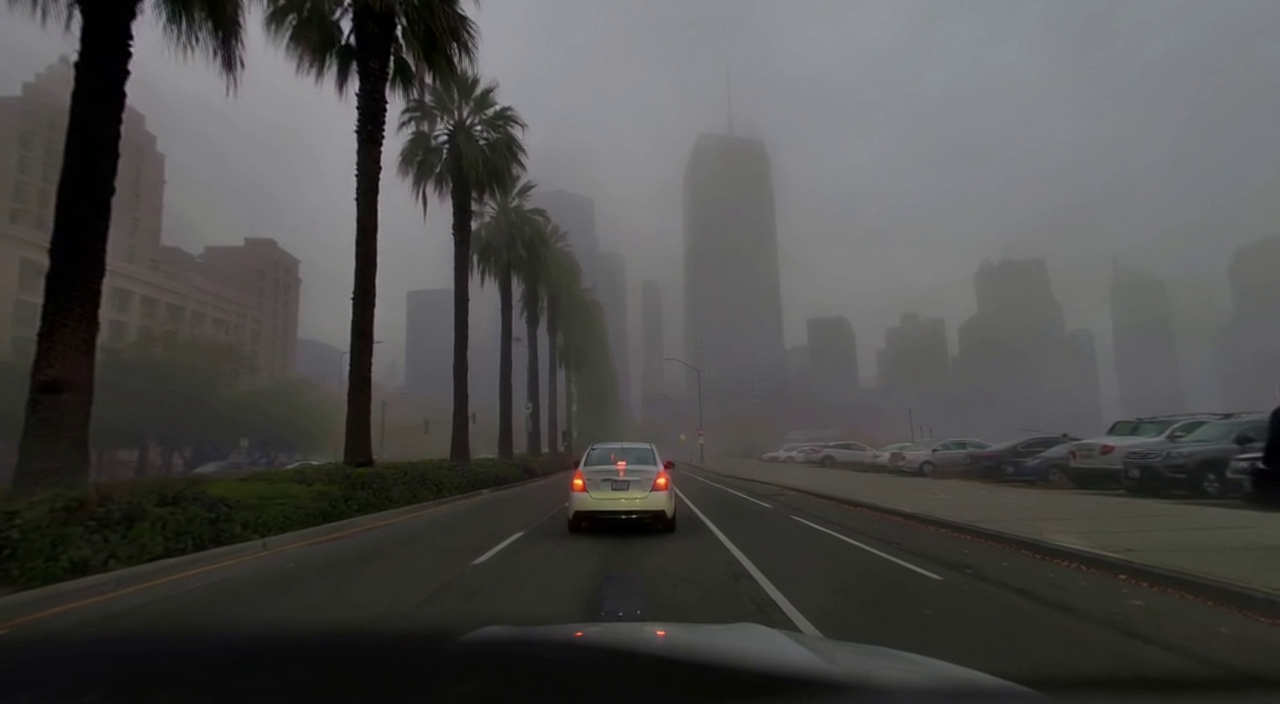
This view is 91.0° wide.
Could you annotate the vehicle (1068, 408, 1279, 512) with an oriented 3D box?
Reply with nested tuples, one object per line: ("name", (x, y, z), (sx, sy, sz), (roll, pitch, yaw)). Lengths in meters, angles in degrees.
("vehicle", (12.914, 2.262, 13.657), (5.301, 1.962, 2.431), (-3, -8, 4))

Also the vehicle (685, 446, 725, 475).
("vehicle", (4.317, 7.270, 42.452), (2.136, 1.774, 4.778), (0, -9, 0))

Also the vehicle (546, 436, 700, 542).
("vehicle", (-0.240, 2.288, 11.158), (2.235, 1.528, 3.876), (0, -9, 0))
